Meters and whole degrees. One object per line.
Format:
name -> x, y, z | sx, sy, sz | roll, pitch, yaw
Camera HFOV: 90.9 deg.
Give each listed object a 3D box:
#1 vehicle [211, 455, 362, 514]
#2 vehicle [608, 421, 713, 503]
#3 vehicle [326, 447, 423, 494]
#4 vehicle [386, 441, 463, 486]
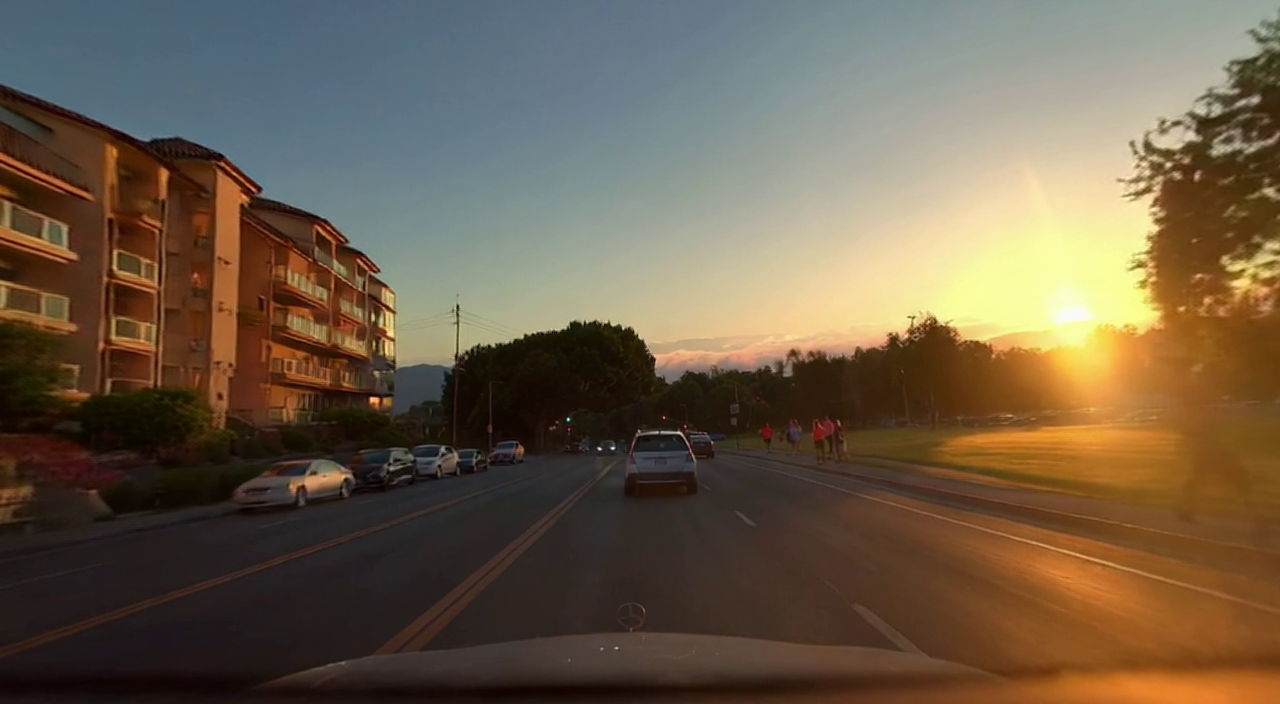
vehicle -> -10.506, 3.930, 19.240 | 1.839, 1.474, 4.694 | -1, -8, 1
vehicle -> 0.395, 2.503, 14.756 | 2.132, 1.632, 3.838 | 0, -8, 0
vehicle -> -10.287, 4.577, 24.815 | 1.869, 1.647, 4.281 | -1, -8, 1
vehicle -> -10.118, 5.219, 30.023 | 1.940, 1.816, 4.721 | -1, -7, 1
